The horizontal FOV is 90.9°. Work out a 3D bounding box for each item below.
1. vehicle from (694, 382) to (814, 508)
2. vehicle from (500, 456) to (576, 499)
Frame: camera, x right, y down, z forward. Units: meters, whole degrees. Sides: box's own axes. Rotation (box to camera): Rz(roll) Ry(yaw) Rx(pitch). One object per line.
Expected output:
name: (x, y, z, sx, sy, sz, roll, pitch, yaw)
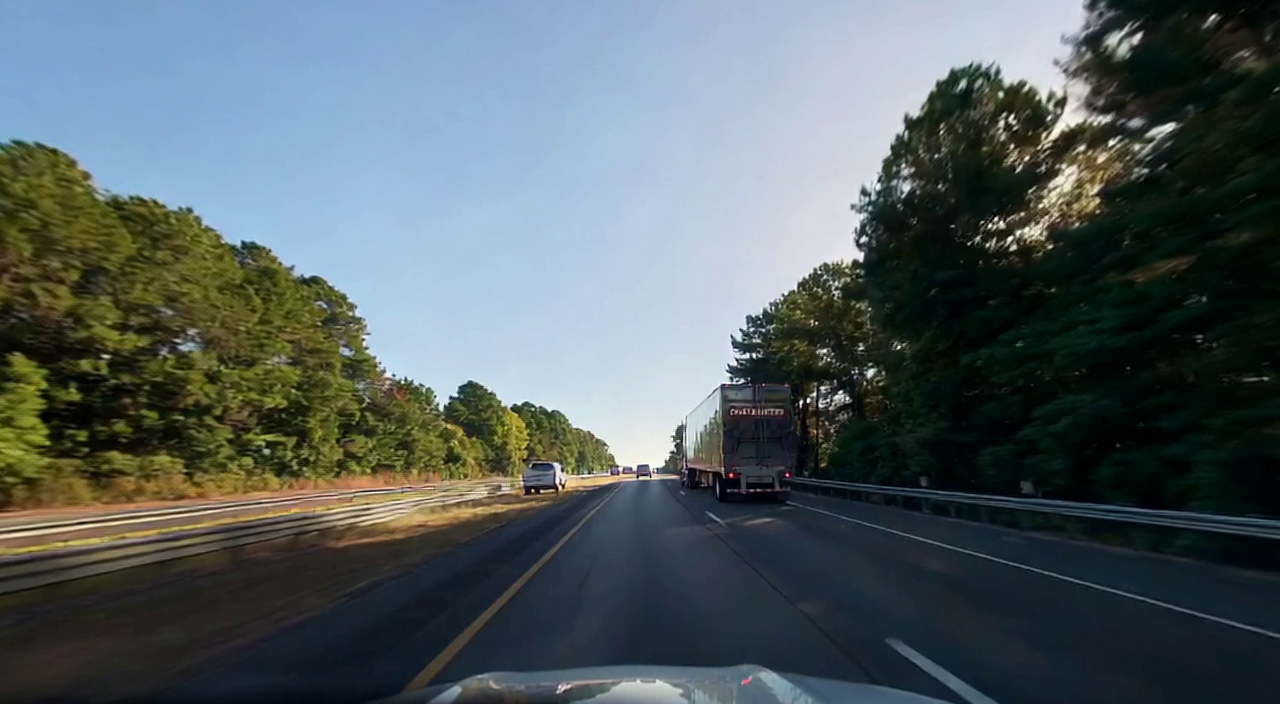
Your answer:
vehicle: (4.119, 3.955, 25.739, 2.871, 4.032, 10.642, 1, -10, 0)
vehicle: (-4.060, 5.156, 25.996, 2.180, 1.556, 4.895, 0, -11, 2)
